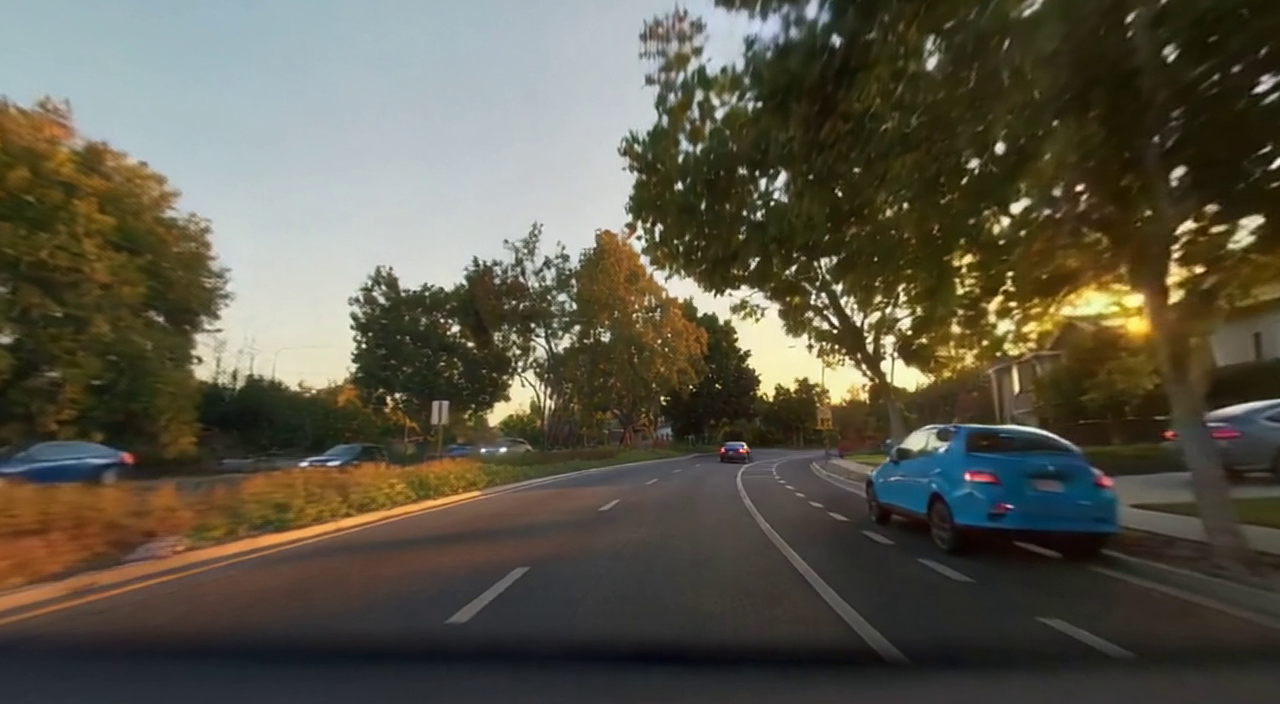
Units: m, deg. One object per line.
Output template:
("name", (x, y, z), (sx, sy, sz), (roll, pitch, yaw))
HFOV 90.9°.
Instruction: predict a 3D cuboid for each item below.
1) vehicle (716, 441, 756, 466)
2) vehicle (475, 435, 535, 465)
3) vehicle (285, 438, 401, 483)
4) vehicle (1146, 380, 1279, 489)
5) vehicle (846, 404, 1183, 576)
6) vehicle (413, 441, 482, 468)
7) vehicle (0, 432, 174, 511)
("vehicle", (6.216, 6.478, 40.447), (2.050, 1.456, 4.003), (-2, -9, 14))
("vehicle", (-8.474, 6.209, 40.002), (2.071, 1.728, 4.514), (-2, -9, 12))
("vehicle", (-11.221, 4.109, 24.262), (1.907, 1.539, 4.430), (-1, -8, 7))
("vehicle", (12.106, 1.437, 11.055), (4.612, 1.721, 2.052), (0, -8, 0))
("vehicle", (4.474, 1.700, 8.528), (2.169, 1.713, 4.137), (-1, -8, 4))
("vehicle", (-12.225, 6.566, 40.352), (2.006, 1.575, 4.496), (-4, -10, 17))
("vehicle", (-15.973, 3.170, 17.244), (2.281, 1.822, 5.025), (-1, -8, 6))
